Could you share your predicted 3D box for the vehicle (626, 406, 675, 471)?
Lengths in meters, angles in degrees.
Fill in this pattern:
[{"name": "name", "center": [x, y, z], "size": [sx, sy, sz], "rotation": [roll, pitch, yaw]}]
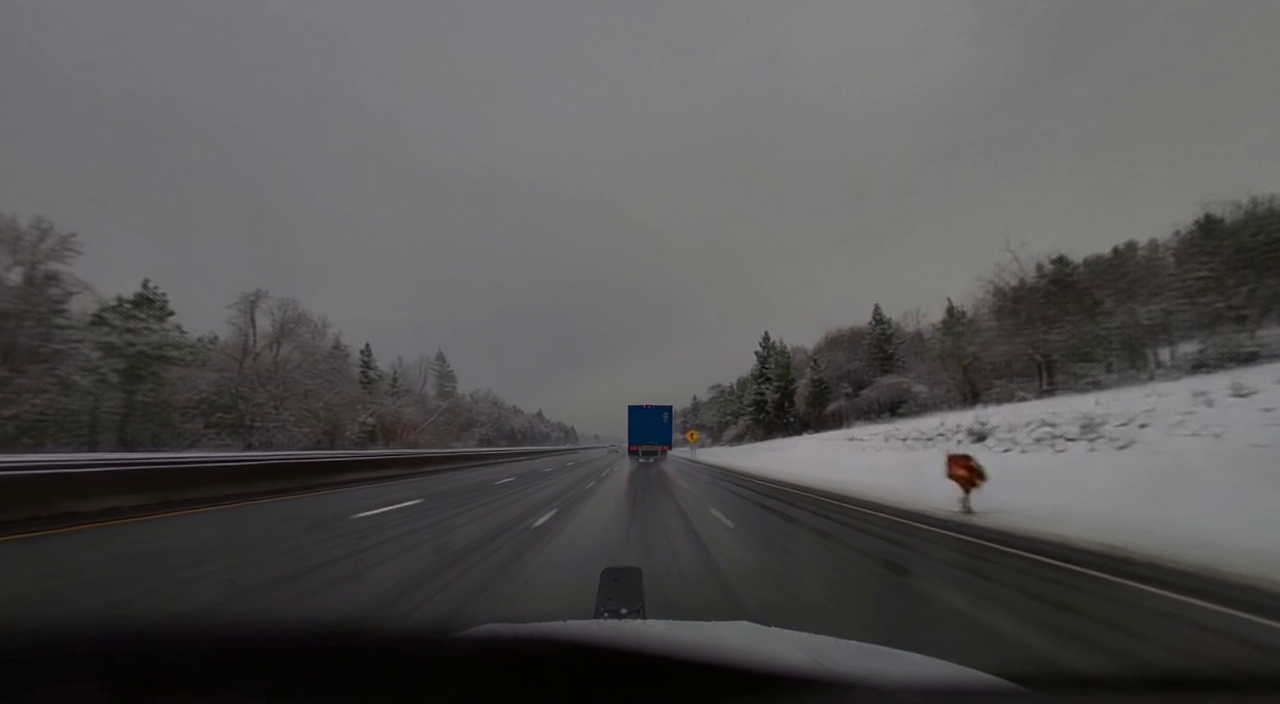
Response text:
[{"name": "vehicle", "center": [0.569, 6.290, 45.057], "size": [3.055, 4.009, 10.972], "rotation": [0, -9, -1]}]
